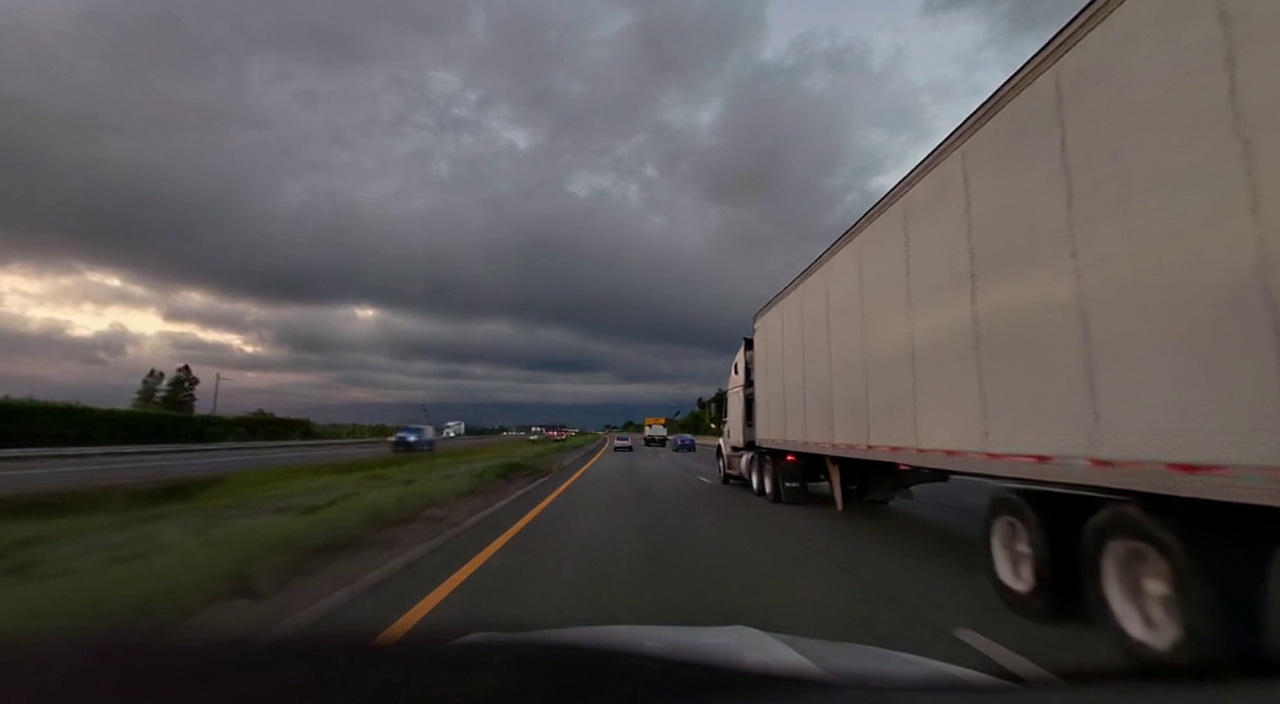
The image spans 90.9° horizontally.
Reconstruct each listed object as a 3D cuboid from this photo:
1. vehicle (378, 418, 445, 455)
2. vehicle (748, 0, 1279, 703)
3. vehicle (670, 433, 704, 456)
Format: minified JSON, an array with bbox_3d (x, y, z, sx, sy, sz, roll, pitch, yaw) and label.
[{"bbox_3d":[-13.186,4.911,36.740,2.066,1.982,5.059,0,-7,-1],"label":"vehicle"},{"bbox_3d":[4.158,0.241,7.546,2.965,4.033,14.299,0,-7,-1],"label":"vehicle"},{"bbox_3d":[3.147,6.271,42.811,1.813,1.454,4.197,0,-7,-2],"label":"vehicle"}]
